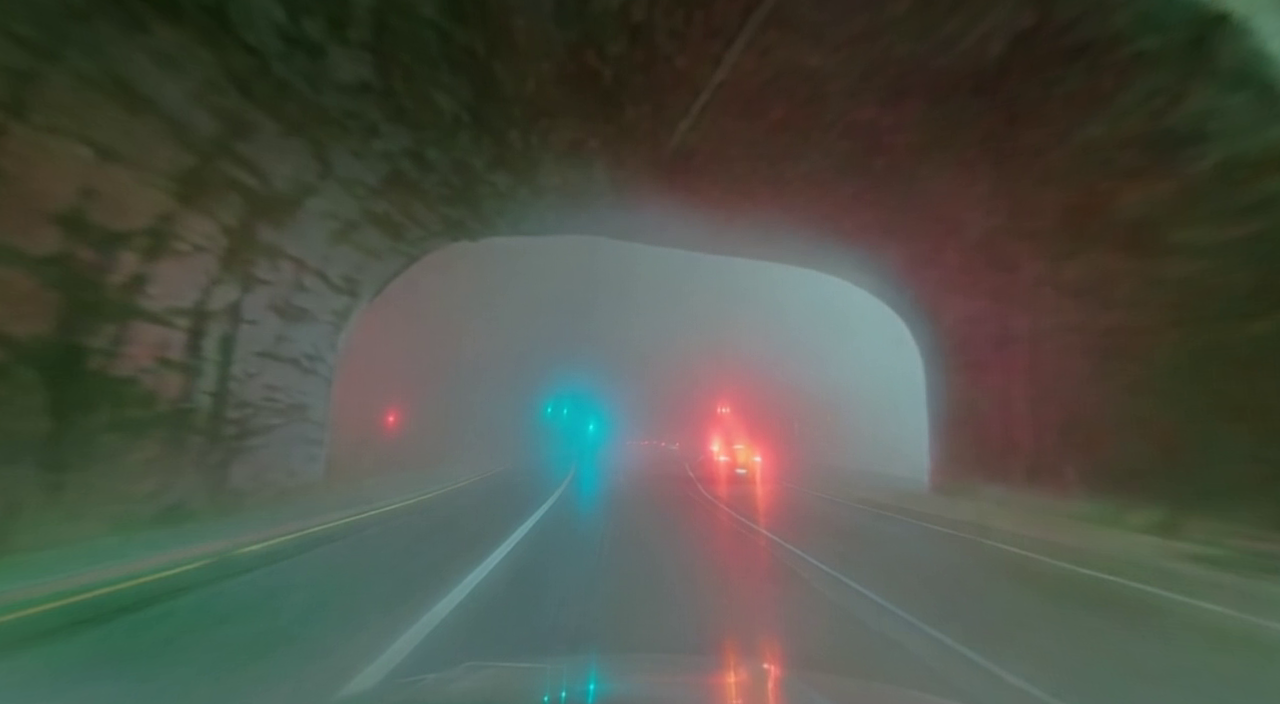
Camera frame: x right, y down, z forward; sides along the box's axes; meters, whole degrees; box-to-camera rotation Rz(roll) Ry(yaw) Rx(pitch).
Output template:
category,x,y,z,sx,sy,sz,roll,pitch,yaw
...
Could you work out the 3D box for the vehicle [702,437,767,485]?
category,x,y,z,sx,sy,sz,roll,pitch,yaw
vehicle,3.153,3.689,21.712,1.947,1.475,3.962,-1,-8,5
